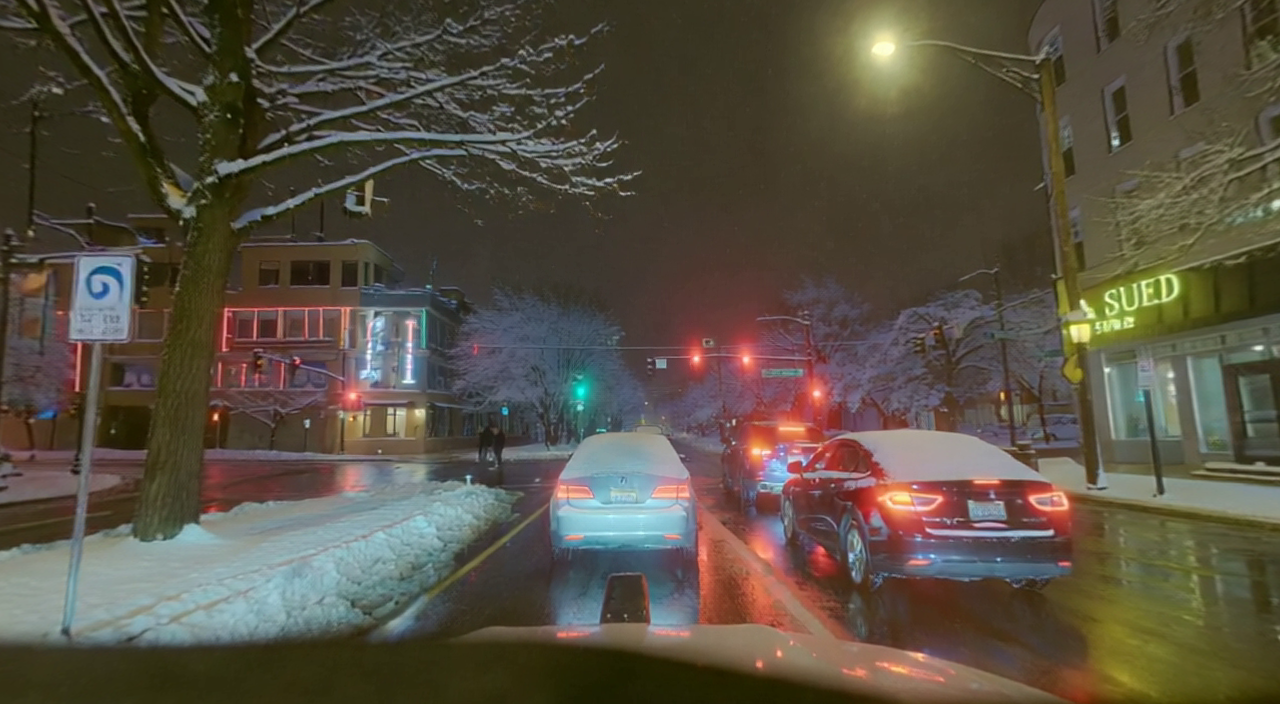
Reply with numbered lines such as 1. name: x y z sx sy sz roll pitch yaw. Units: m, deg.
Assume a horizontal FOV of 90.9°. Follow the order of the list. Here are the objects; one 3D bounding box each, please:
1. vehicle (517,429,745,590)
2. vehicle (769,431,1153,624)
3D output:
1. vehicle: -0.097 1.755 7.925 2.087 1.456 4.143 0 -8 -1
2. vehicle: 2.901 1.652 6.998 1.893 1.446 4.270 0 -8 -2
